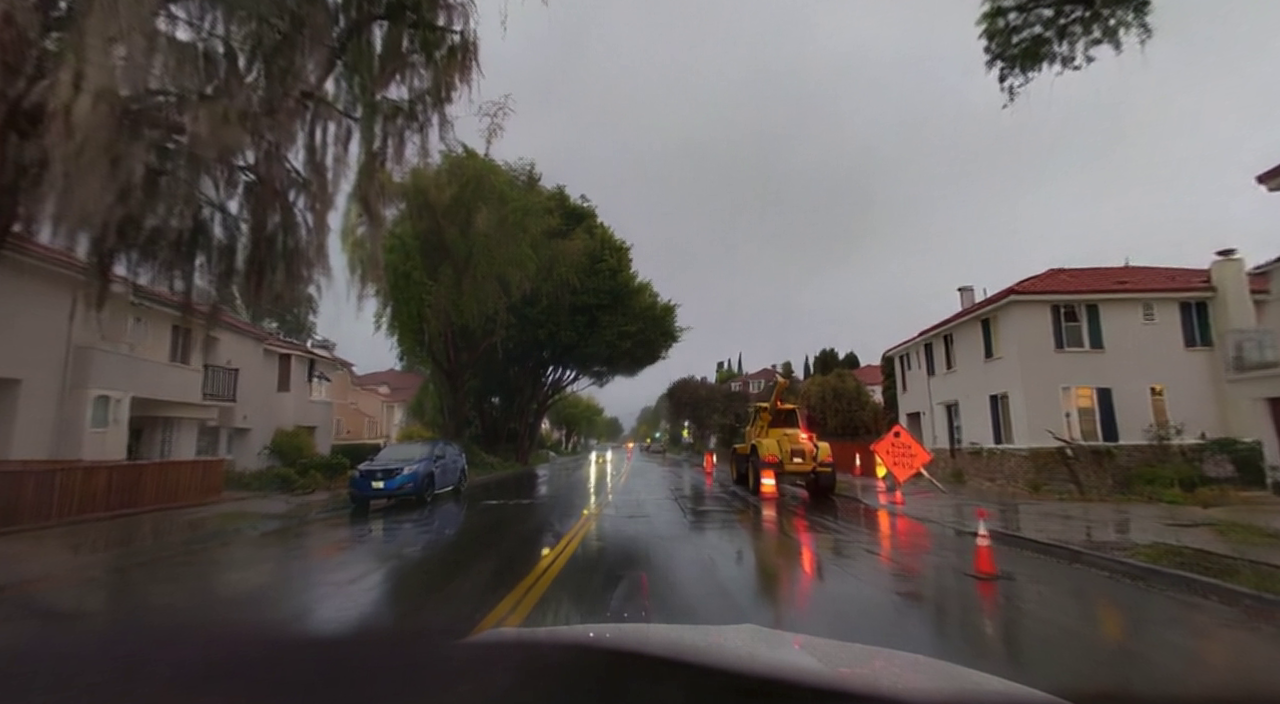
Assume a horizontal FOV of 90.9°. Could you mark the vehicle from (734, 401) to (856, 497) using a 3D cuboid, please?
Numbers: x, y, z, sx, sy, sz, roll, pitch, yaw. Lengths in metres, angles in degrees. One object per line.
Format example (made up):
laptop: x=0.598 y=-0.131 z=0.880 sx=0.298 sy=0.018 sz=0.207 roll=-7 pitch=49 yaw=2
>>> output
vehicle: x=4.567 y=2.944 z=19.237 sx=2.501 sy=2.613 sz=3.505 roll=1 pitch=-9 yaw=-5

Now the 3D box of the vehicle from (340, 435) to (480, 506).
vehicle: x=-6.473 y=3.338 z=18.469 sx=2.220 sy=1.765 sz=4.799 roll=-1 pitch=-8 yaw=1
